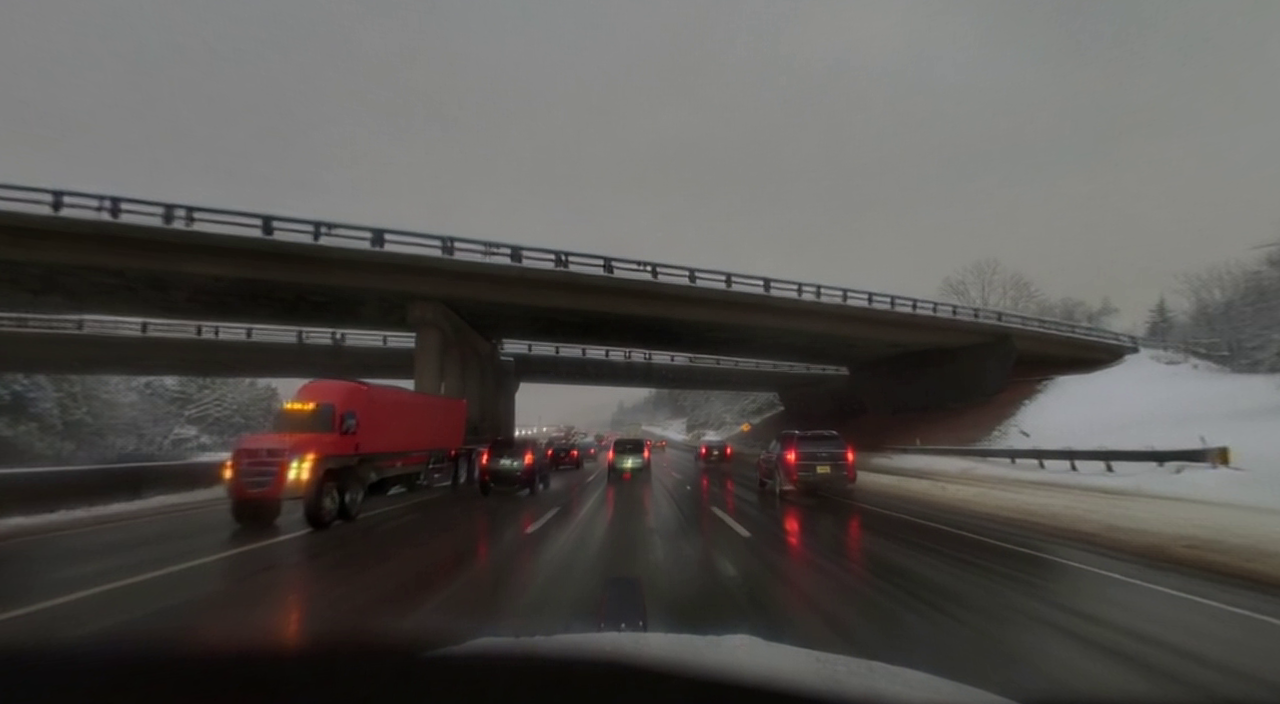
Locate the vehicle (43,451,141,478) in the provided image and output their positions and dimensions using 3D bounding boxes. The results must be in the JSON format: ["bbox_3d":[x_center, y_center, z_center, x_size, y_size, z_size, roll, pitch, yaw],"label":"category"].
[{"bbox_3d":[-34.214,6.989,39.572,1.909,1.546,4.726,0,-8,0],"label":"vehicle"}]

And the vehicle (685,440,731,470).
[{"bbox_3d":[3.572,5.478,33.816,2.003,1.465,4.092,0,-8,-1],"label":"vehicle"}]

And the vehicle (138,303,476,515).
[{"bbox_3d":[-7.457,1.785,16.888,2.959,3.886,10.574,-1,-8,2],"label":"vehicle"}]

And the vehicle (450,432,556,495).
[{"bbox_3d":[-3.940,3.292,18.951,2.124,1.639,4.344,0,-8,1],"label":"vehicle"}]

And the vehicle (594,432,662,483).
[{"bbox_3d":[-0.393,3.803,23.000,2.270,1.696,4.061,0,-8,0],"label":"vehicle"}]

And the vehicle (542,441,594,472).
[{"bbox_3d":[-3.685,5.425,33.001,2.141,1.455,4.447,0,-8,1],"label":"vehicle"}]
